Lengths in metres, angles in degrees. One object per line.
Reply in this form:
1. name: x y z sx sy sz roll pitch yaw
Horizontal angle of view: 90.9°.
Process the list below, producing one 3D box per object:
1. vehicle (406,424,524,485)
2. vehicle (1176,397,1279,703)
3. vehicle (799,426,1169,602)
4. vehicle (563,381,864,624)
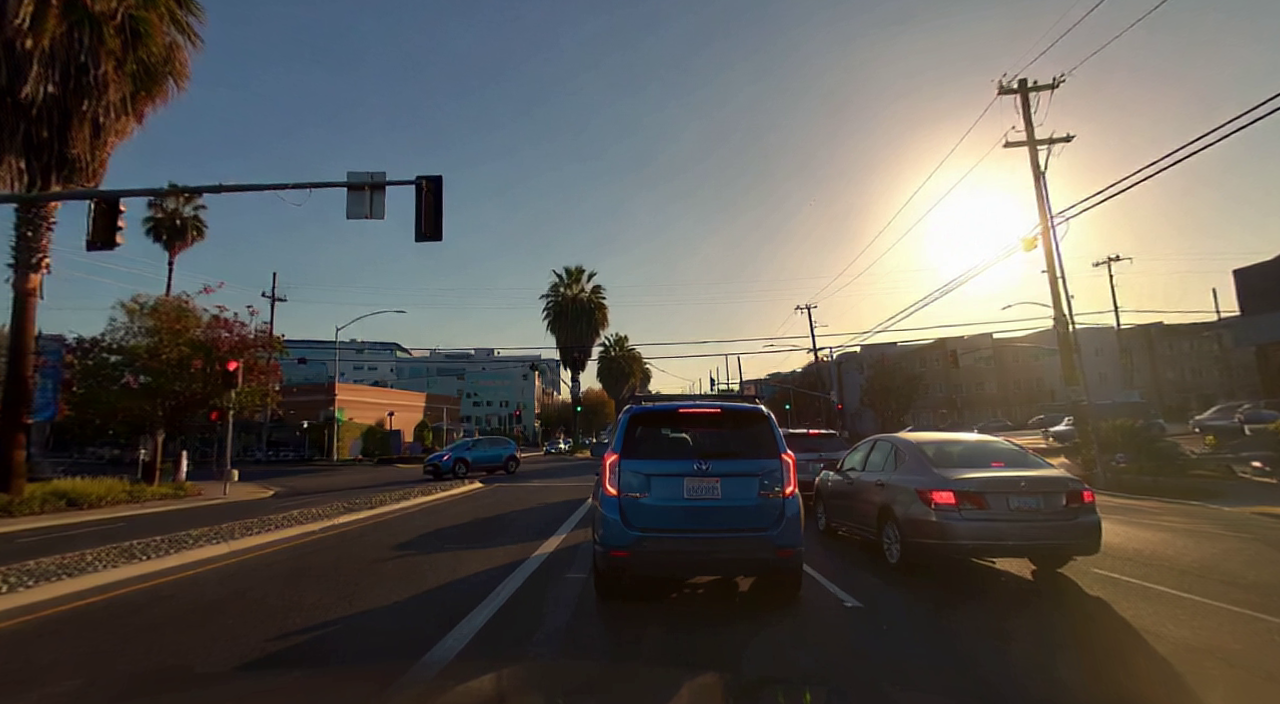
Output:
1. vehicle: -8.453 5.032 31.183 2.230 2.653 5.869 -4 -10 25
2. vehicle: 3.359 0.651 0.652 1.805 1.485 4.348 0 -9 1
3. vehicle: 3.453 1.689 7.504 1.895 1.456 4.255 0 -9 -2
4. vehicle: 0.469 1.430 6.884 2.228 1.780 4.269 0 -9 -2
